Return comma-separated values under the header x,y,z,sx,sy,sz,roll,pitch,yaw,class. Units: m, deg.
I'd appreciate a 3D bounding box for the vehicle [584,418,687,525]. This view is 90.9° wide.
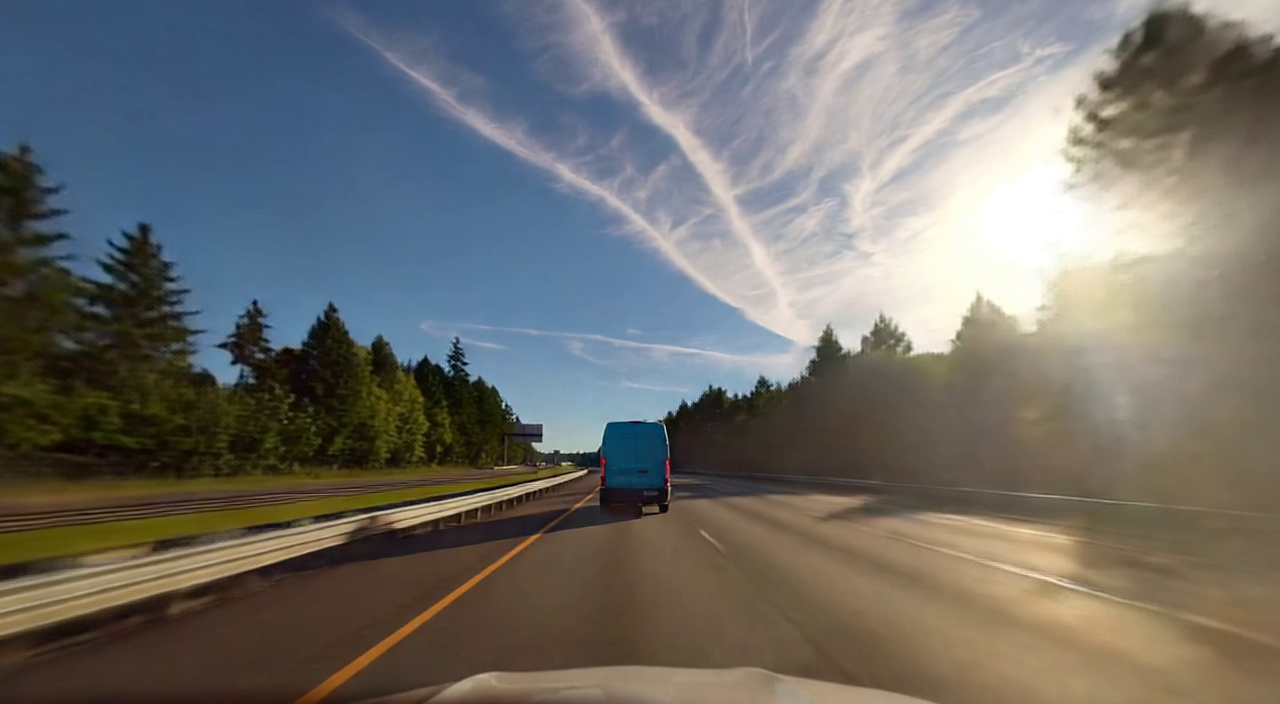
x,y,z,sx,sy,sz,roll,pitch,yaw,class
-0.199,3.339,17.769,2.375,2.432,6.161,1,-10,-2,vehicle
